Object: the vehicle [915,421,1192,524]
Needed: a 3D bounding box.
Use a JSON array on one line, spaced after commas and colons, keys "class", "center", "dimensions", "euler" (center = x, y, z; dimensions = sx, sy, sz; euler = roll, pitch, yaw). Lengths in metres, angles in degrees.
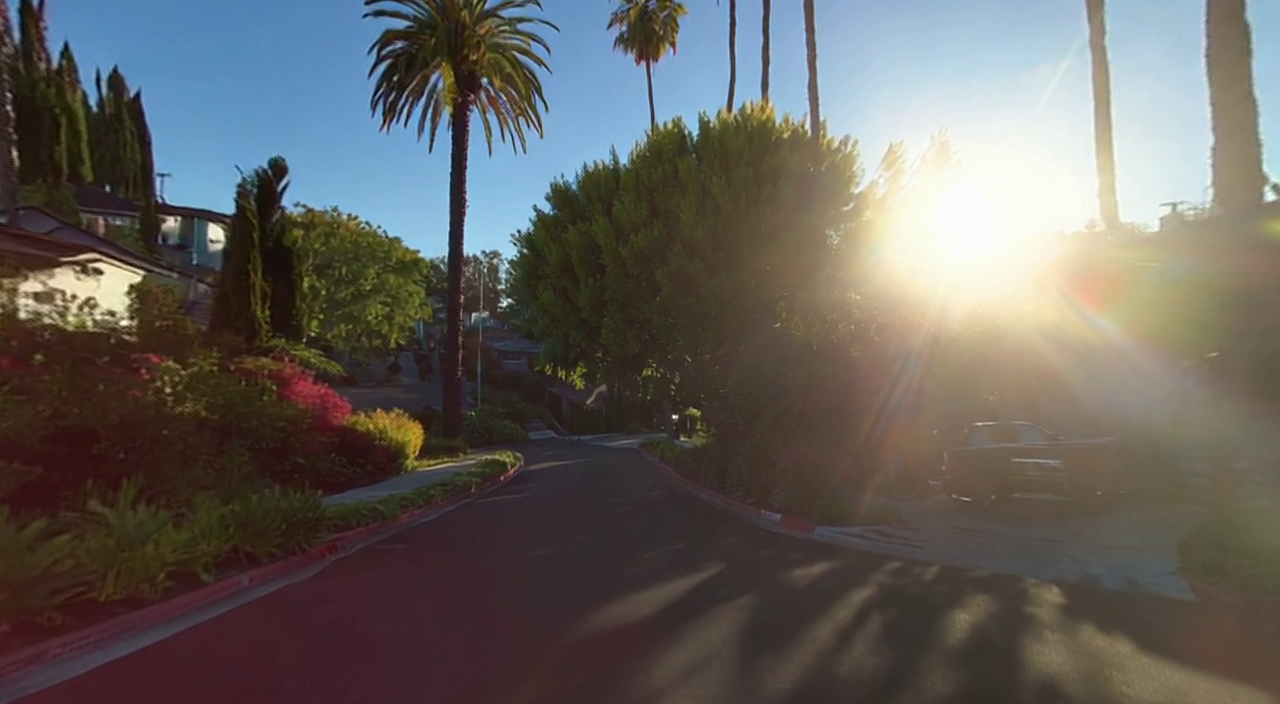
[{"class": "vehicle", "center": [9.137, 2.668, 13.938], "dimensions": [5.663, 1.913, 2.170], "euler": [5, -11, -22]}]
